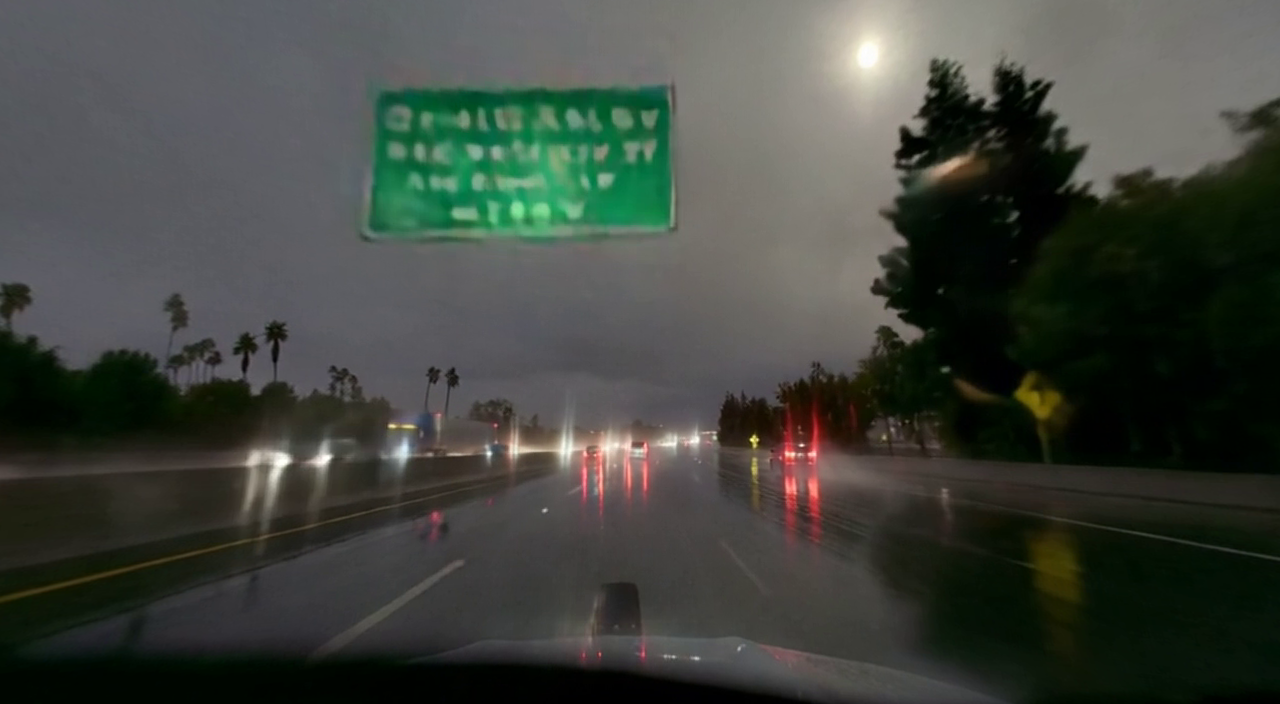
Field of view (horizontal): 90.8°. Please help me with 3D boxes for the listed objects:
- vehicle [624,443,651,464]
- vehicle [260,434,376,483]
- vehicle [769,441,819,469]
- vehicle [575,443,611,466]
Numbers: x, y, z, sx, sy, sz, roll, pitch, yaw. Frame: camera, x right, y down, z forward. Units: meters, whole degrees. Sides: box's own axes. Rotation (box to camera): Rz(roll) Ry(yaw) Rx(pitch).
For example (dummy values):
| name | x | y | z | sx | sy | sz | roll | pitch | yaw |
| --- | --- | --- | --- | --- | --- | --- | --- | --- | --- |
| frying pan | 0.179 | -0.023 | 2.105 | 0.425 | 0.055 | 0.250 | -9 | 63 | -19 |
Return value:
| name | x | y | z | sx | sy | sz | roll | pitch | yaw |
| --- | --- | --- | --- | --- | --- | --- | --- | --- | --- |
| vehicle | -0.164 | 7.550 | 47.137 | 1.977 | 1.513 | 3.546 | 0 | -8 | 1 |
| vehicle | -12.723 | 4.230 | 25.378 | 2.105 | 1.754 | 4.678 | 0 | -9 | 1 |
| vehicle | 10.008 | 6.715 | 41.434 | 2.130 | 1.703 | 4.572 | 0 | -9 | 0 |
| vehicle | -3.307 | 7.305 | 45.338 | 2.154 | 1.530 | 4.519 | 0 | -8 | 1 |
